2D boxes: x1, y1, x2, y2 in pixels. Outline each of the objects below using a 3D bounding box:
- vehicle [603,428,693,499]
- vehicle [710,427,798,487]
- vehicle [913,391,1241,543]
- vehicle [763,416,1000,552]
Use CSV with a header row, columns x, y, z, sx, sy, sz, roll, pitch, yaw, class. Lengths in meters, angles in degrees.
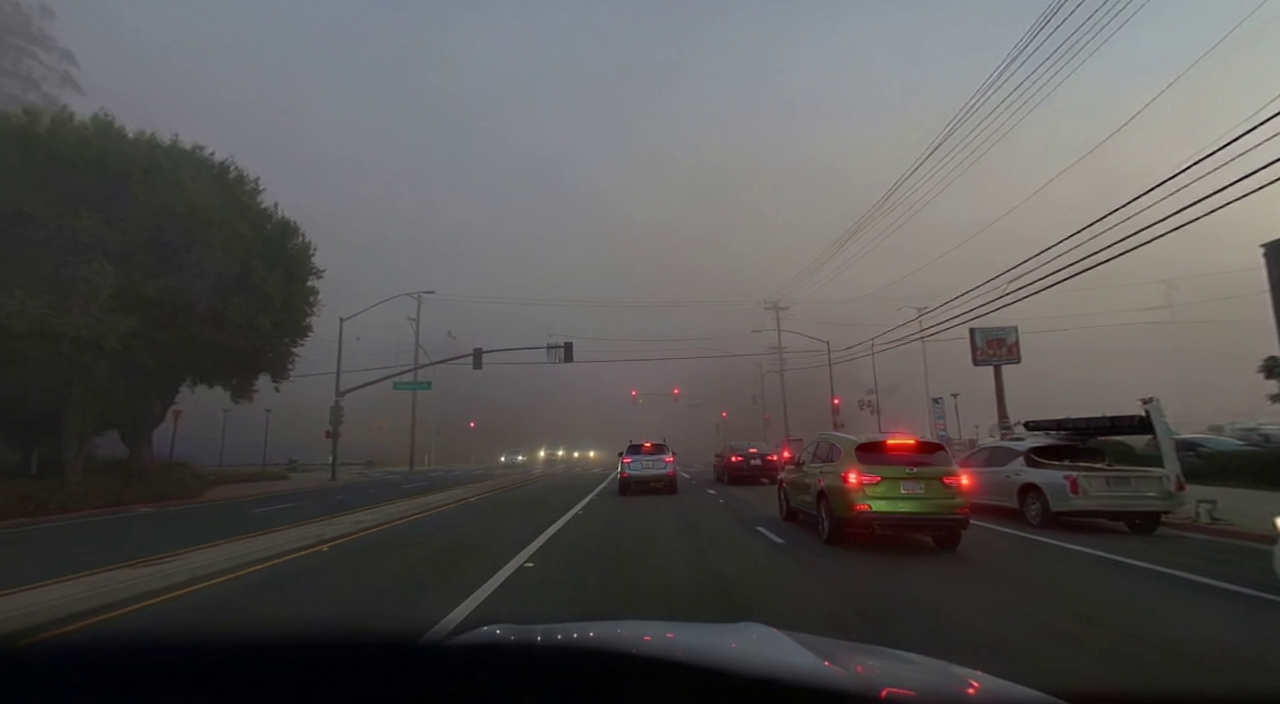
x,y,z,sx,sy,sz,roll,pitch,yaw,class
0.197,2.987,17.234,2.149,1.668,3.962,0,-9,0,vehicle
3.711,3.547,21.548,2.060,1.789,4.712,0,-9,-1,vehicle
6.687,1.833,10.575,2.080,1.958,4.653,0,-9,-1,vehicle
3.328,1.910,9.812,1.998,1.620,4.267,0,-9,0,vehicle
